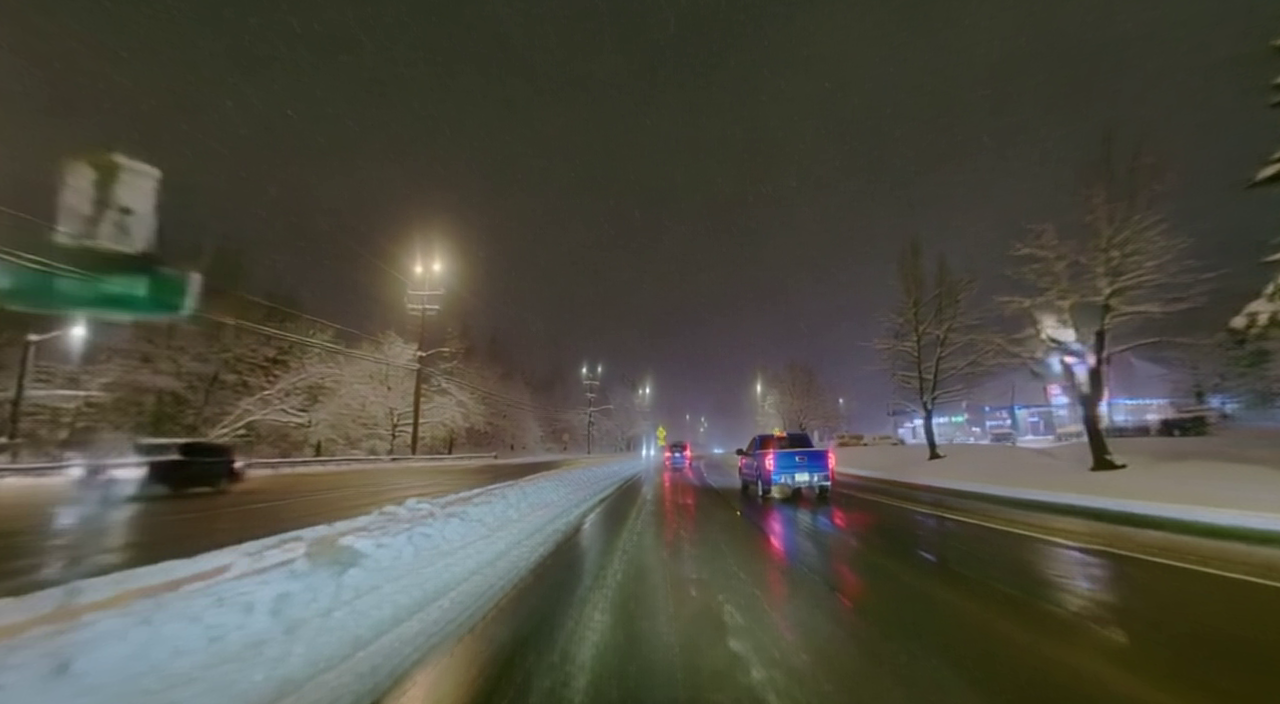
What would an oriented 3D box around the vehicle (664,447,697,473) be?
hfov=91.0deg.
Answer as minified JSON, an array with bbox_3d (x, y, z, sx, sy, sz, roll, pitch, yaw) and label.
[{"bbox_3d":[2.604,6.804,39.877,1.968,1.521,4.262,-1,-9,4],"label":"vehicle"}]

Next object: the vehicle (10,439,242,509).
[{"bbox_3d":[-13.102,3.126,16.574,2.008,1.553,4.642,0,-9,3],"label":"vehicle"}]

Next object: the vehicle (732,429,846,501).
[{"bbox_3d":[4.461,3.514,19.973,2.367,1.919,5.651,0,-9,2],"label":"vehicle"}]
